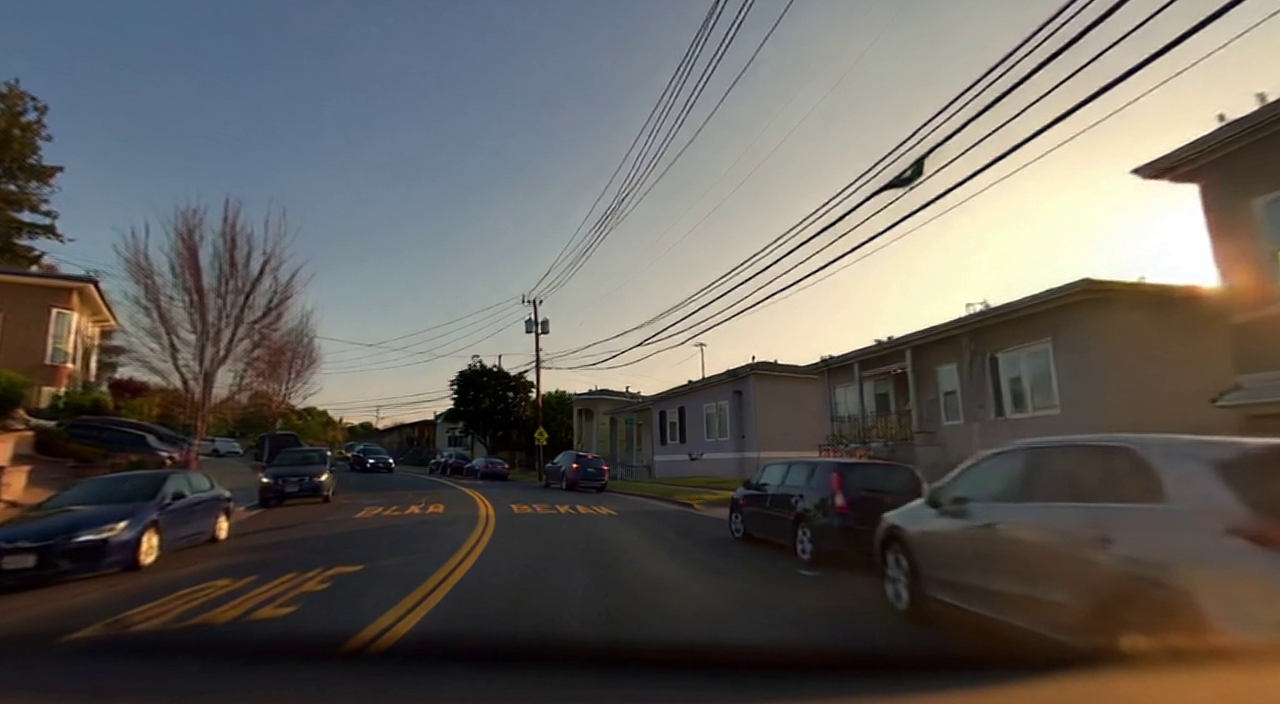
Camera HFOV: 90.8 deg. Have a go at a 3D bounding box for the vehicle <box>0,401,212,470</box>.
[{"bbox_3d":[-17.292,2.674,20.044,5.822,1.956,2.355,5,-10,-29],"label":"vehicle"}]

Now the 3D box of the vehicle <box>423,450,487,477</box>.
[{"bbox_3d":[-11.620,6.921,39.560,1.923,1.531,4.568,8,-11,-42],"label":"vehicle"}]

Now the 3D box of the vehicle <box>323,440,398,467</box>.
[{"bbox_3d":[-21.550,7.820,48.689,5.504,1.869,2.449,-5,-15,33],"label":"vehicle"}]

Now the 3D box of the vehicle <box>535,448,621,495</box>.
[{"bbox_3d":[-2.647,4.830,25.900,1.994,1.682,4.750,7,-11,-24],"label":"vehicle"}]

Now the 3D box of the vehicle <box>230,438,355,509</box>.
[{"bbox_3d":[-9.399,3.258,17.518,2.023,1.674,4.556,3,-9,-16],"label":"vehicle"}]

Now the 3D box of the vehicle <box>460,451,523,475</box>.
[{"bbox_3d":[-11.019,8.217,47.001,2.023,1.586,4.163,-8,-10,38],"label":"vehicle"}]

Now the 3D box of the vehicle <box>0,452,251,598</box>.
[{"bbox_3d":[-7.279,2.205,8.658,2.003,1.447,3.642,-4,-8,-8],"label":"vehicle"}]

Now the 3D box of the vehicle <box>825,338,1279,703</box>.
[{"bbox_3d":[2.992,1.105,3.858,1.974,1.769,4.610,1,-9,-5],"label":"vehicle"}]
